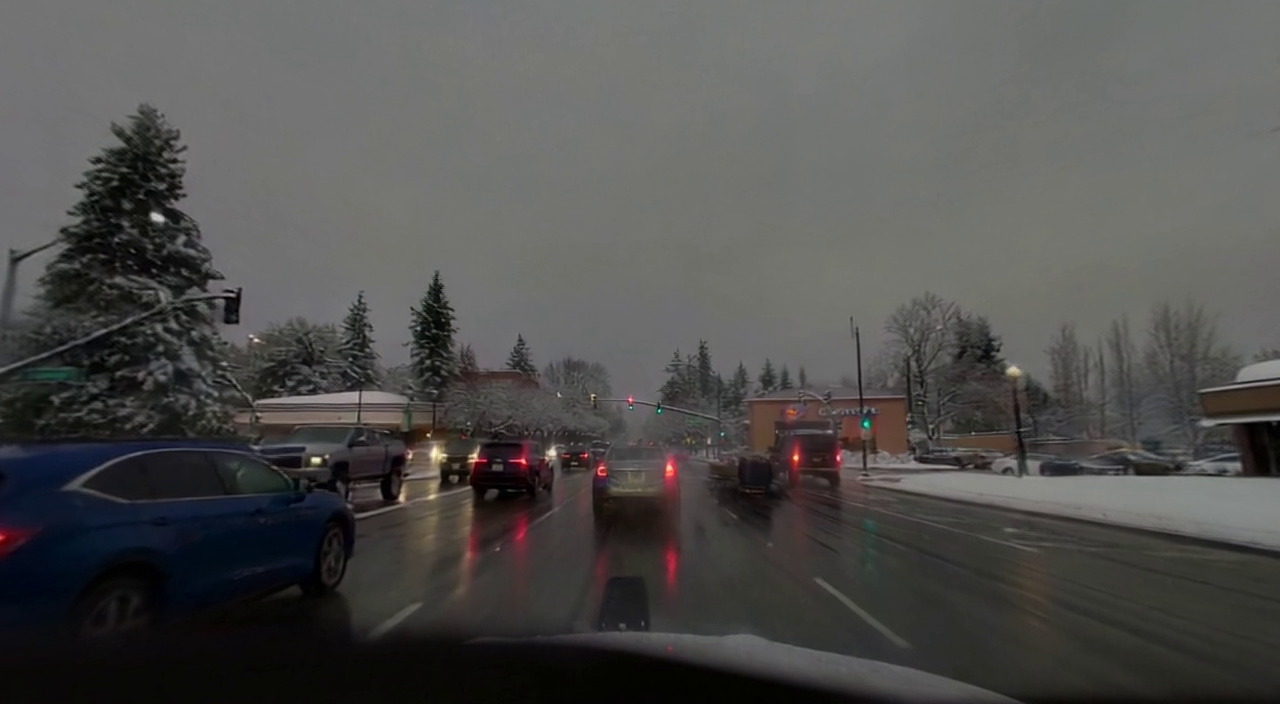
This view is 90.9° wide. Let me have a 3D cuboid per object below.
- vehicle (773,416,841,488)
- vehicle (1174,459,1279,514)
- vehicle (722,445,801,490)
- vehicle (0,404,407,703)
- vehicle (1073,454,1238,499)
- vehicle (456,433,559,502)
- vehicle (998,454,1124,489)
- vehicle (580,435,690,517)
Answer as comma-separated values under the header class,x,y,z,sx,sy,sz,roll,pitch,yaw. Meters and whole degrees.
class,x,y,z,sx,sy,sz,roll,pitch,yaw
vehicle,8.236,4.947,31.293,2.613,3.281,2.673,2,-8,0
vehicle,18.818,3.850,18.213,4.795,1.457,1.986,-1,-9,4
vehicle,4.319,4.178,23.152,1.979,1.485,4.207,0,-8,-1
vehicle,-3.673,1.284,4.743,1.992,1.493,4.688,0,-8,1
vehicle,19.399,4.686,23.888,4.379,1.558,2.033,0,-9,2
vehicle,-3.544,3.160,17.648,1.983,1.685,3.997,0,-8,1
vehicle,19.294,5.478,29.067,4.367,1.475,1.815,-1,-9,7
vehicle,-0.078,2.694,14.202,2.121,1.563,4.031,0,-8,0
